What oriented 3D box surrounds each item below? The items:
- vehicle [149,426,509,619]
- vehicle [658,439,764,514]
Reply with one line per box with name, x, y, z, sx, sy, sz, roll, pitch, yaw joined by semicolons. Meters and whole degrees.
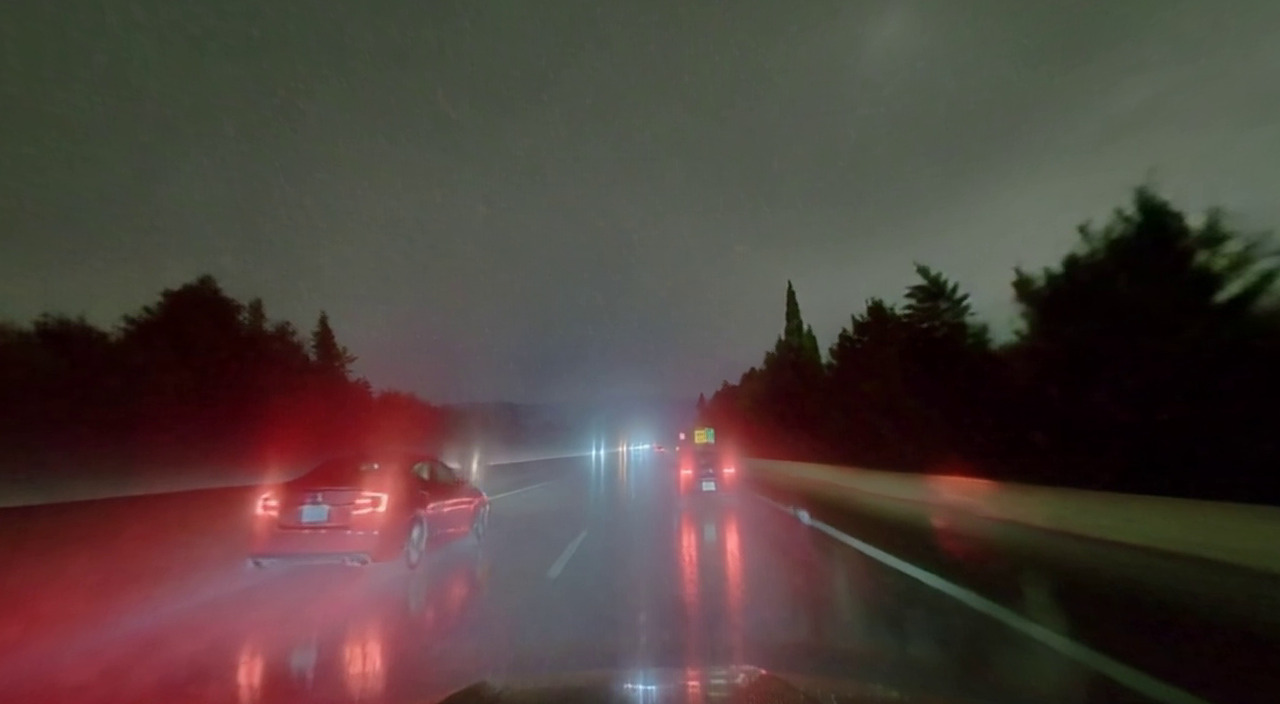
vehicle;-3.001;1.729;7.339;2.083;1.548;4.251;0;-9;-1
vehicle;1.541;2.910;15.125;2.021;1.533;4.014;0;-9;-1
